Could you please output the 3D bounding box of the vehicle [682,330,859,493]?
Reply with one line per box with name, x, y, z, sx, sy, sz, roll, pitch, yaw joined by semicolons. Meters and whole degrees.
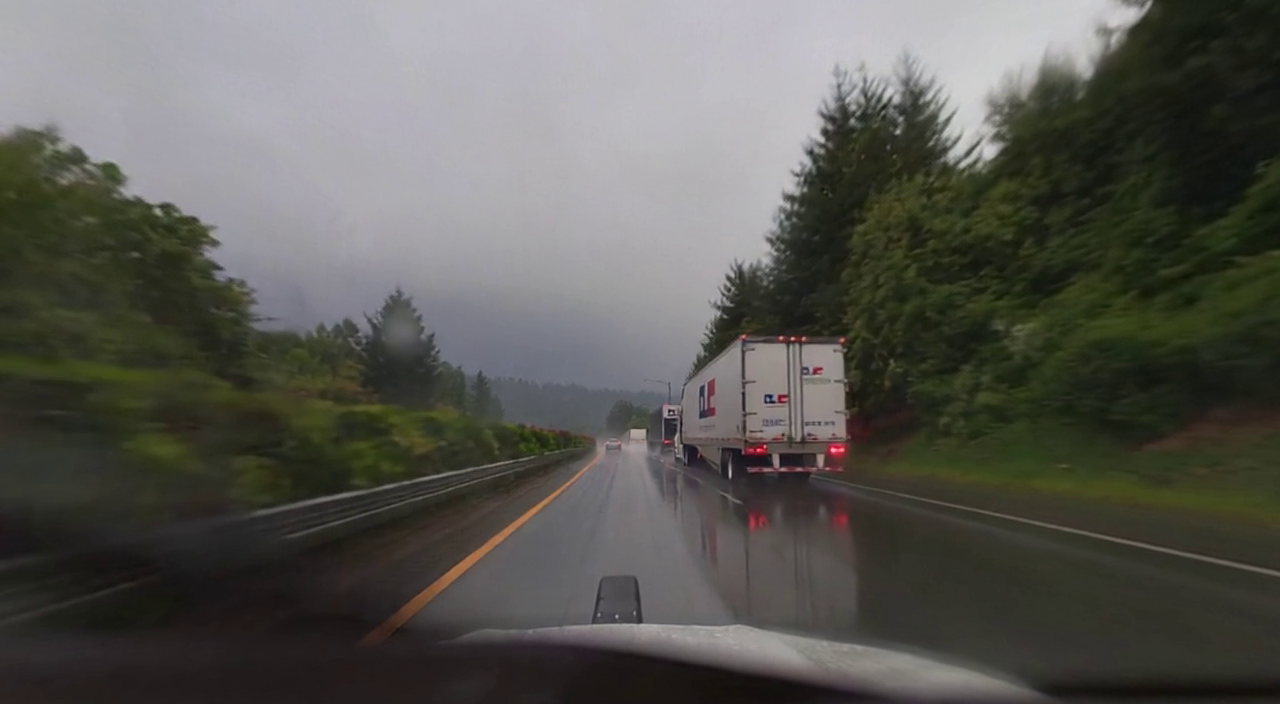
vehicle;3.700;2.474;22.945;2.863;4.031;14.678;0;-8;-2
